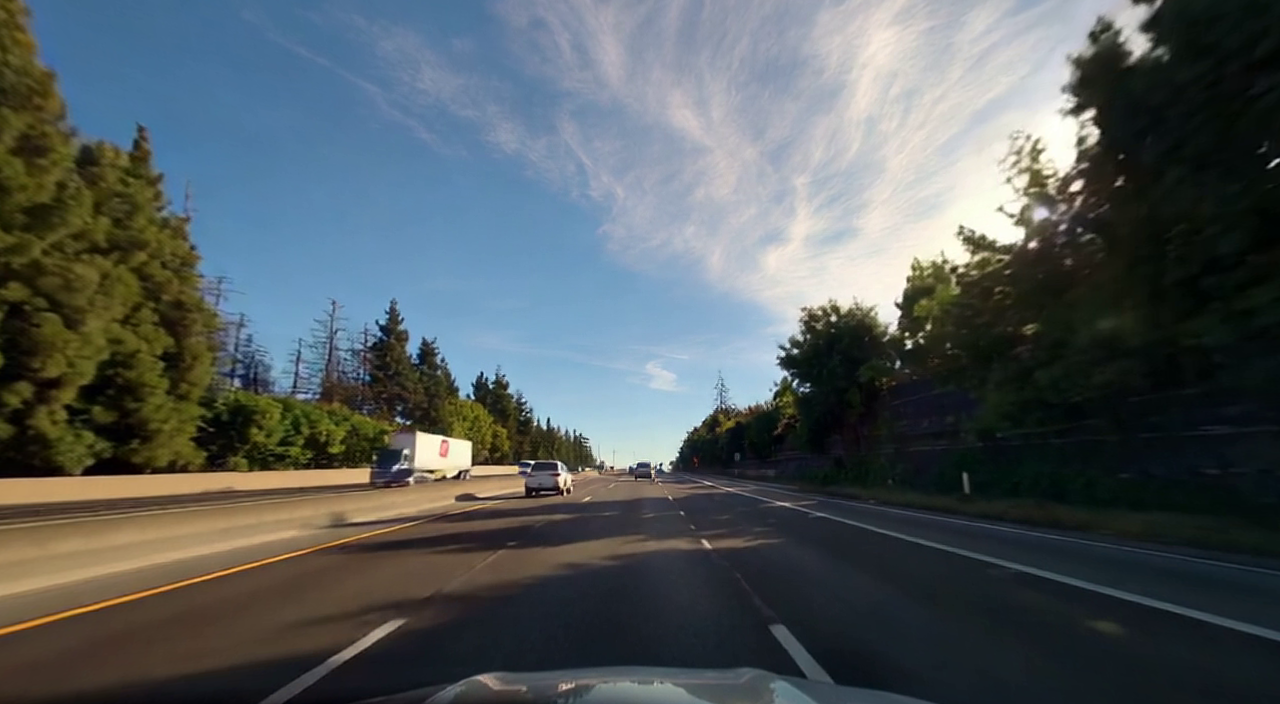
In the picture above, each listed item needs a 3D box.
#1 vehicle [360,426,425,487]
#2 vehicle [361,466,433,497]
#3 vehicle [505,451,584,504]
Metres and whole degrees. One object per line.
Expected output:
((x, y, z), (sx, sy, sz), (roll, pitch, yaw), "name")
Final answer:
((-17.146, 7.273, 43.845), (3.185, 4.070, 2.550), (1, -10, 1), "vehicle")
((-12.537, 6.712, 32.849), (1.857, 1.441, 4.499), (1, -10, 2), "vehicle")
((-3.585, 4.892, 24.770), (2.233, 1.791, 4.981), (1, -10, 1), "vehicle")
